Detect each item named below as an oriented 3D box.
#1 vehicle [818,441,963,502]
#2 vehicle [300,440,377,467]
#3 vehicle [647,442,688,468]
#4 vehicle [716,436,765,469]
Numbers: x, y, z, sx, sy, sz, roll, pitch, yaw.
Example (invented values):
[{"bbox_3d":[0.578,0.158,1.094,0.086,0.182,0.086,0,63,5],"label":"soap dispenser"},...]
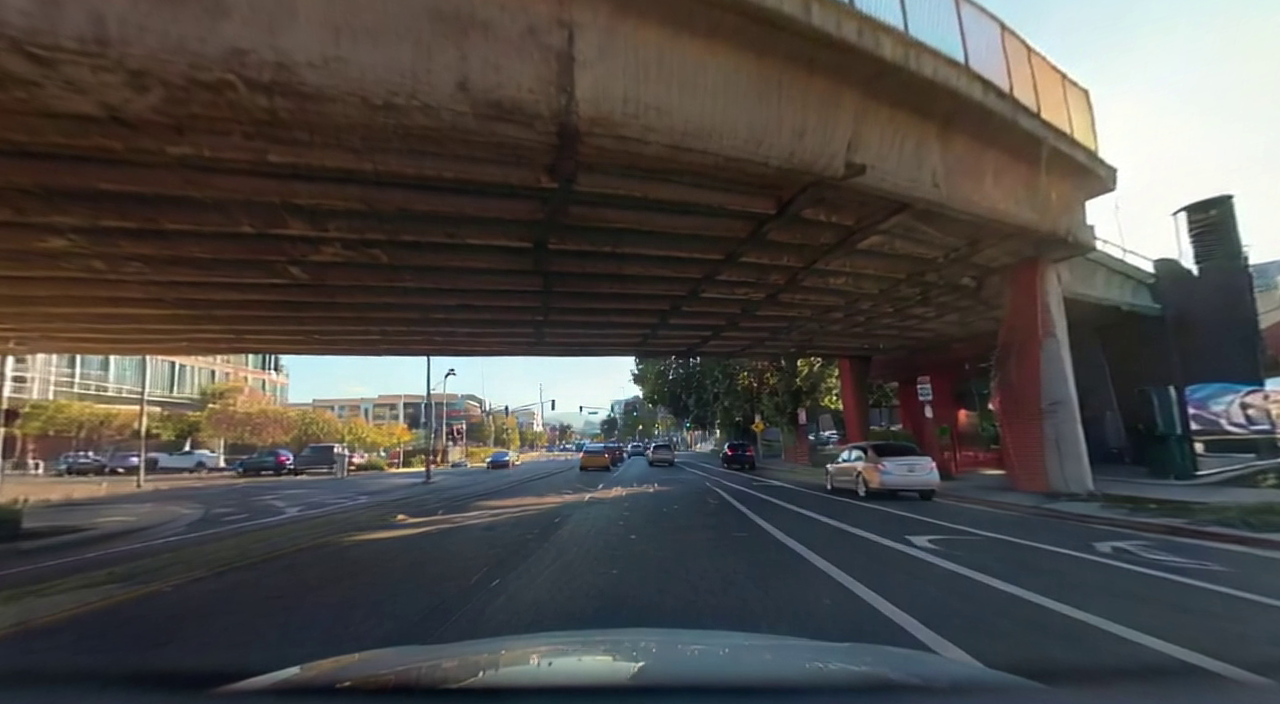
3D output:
[{"bbox_3d":[6.629,3.197,17.348,2.035,1.435,4.481,0,-9,-2],"label":"vehicle"},{"bbox_3d":[-20.741,6.975,43.511,4.335,1.772,1.927,1,-9,-5],"label":"vehicle"},{"bbox_3d":[1.605,6.312,38.750,2.280,1.475,4.051,0,-8,-1],"label":"vehicle"},{"bbox_3d":[6.203,6.250,39.508,2.154,1.915,4.908,0,-9,-2],"label":"vehicle"}]
